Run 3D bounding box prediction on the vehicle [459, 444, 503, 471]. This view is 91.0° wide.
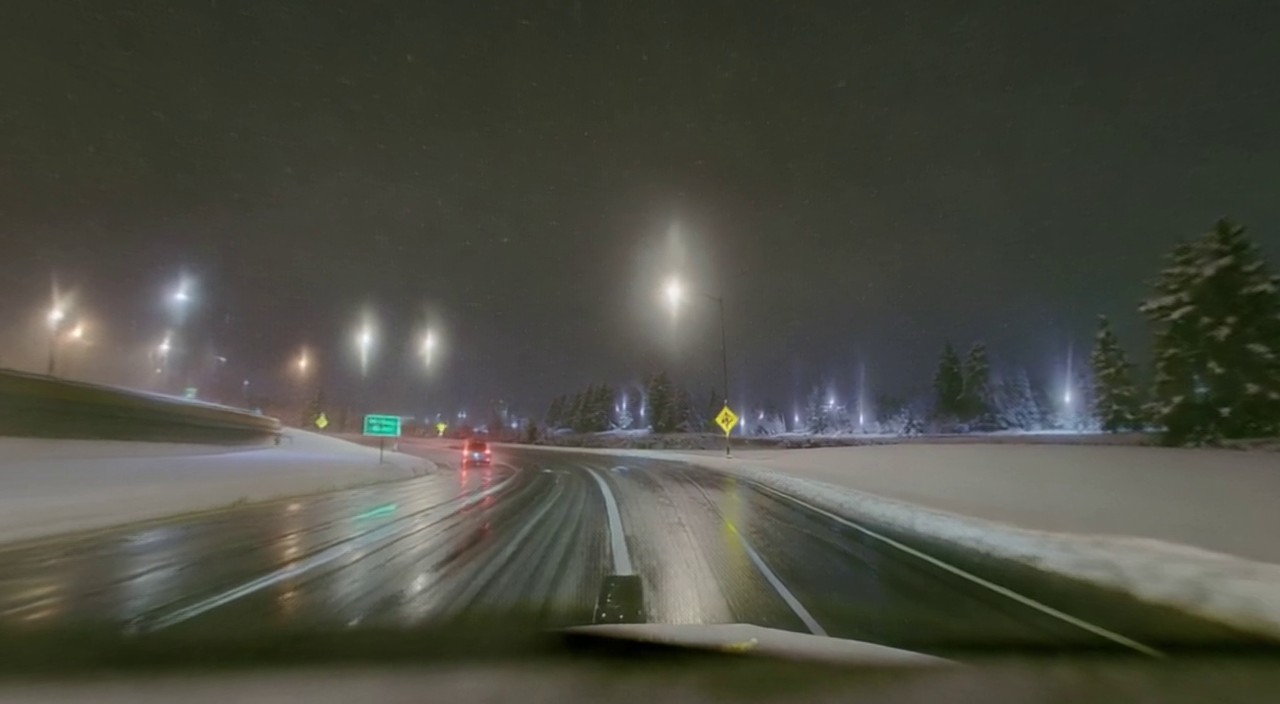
[{"bbox_3d":[-10.051,6.688,40.108,2.234,1.588,4.484,2,-9,-9],"label":"vehicle"}]
